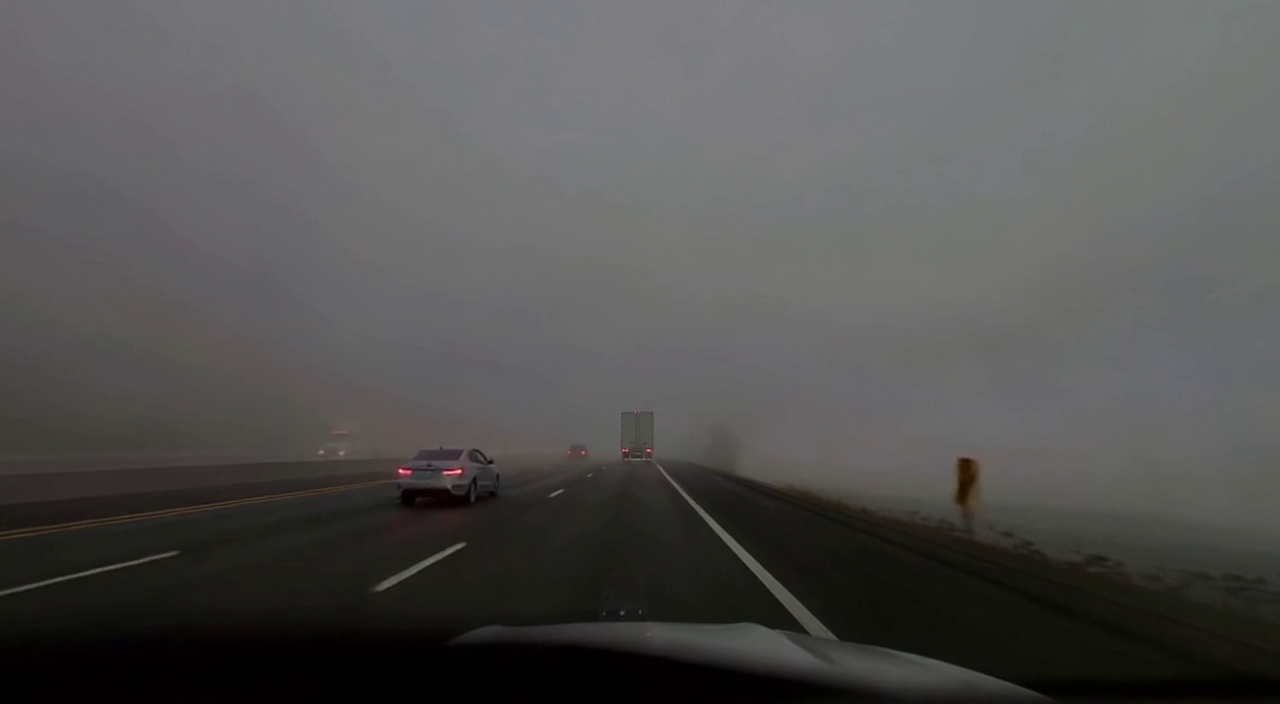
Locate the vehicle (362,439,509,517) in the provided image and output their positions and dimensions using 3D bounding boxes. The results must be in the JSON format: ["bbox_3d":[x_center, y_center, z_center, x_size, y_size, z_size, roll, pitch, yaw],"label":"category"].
[{"bbox_3d":[-4.475,2.821,14.545,2.024,1.515,3.907,0,-9,1],"label":"vehicle"}]
